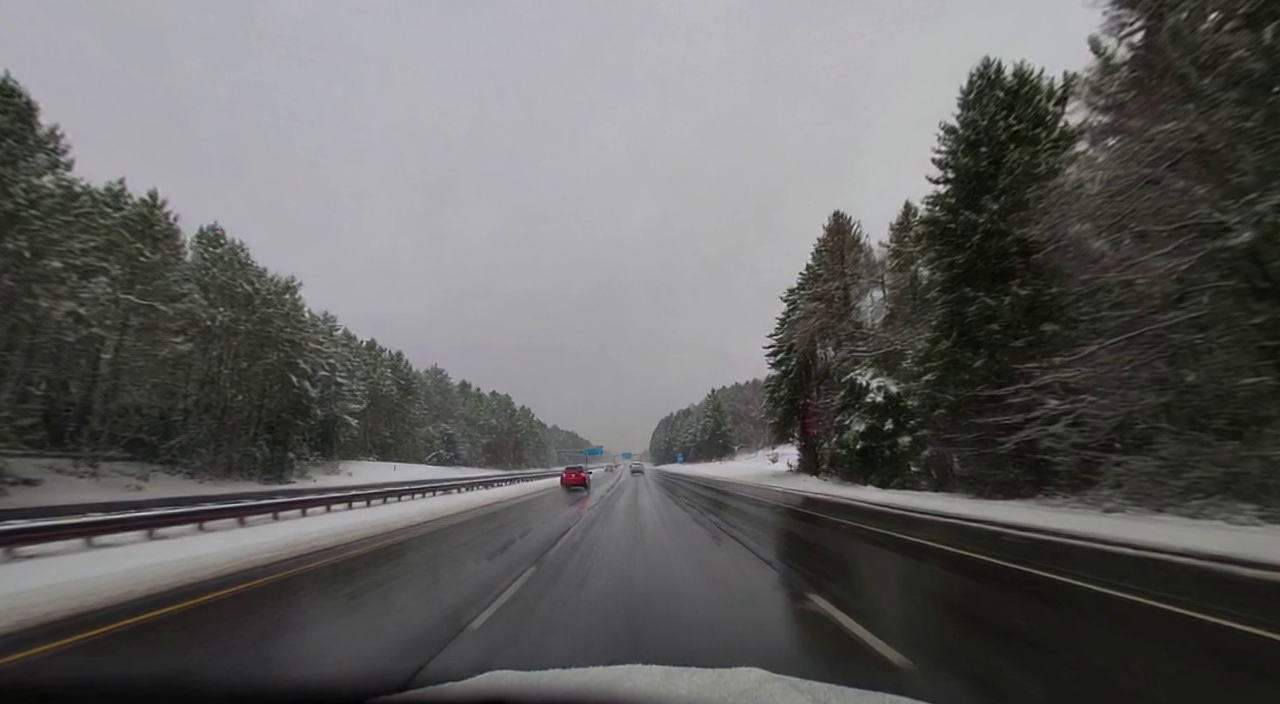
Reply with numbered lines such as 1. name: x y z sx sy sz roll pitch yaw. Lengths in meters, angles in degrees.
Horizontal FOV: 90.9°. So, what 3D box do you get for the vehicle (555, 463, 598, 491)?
1. vehicle: -3.781 7.617 38.483 2.143 1.516 4.552 1 -11 0
